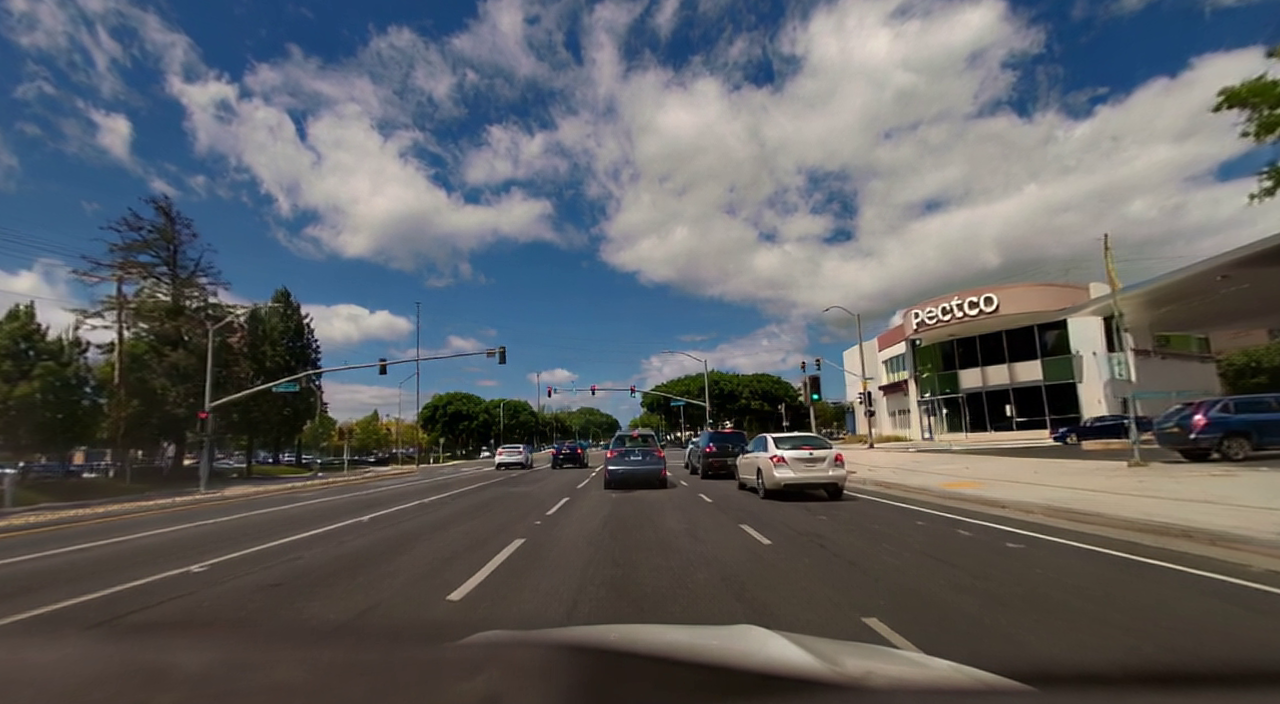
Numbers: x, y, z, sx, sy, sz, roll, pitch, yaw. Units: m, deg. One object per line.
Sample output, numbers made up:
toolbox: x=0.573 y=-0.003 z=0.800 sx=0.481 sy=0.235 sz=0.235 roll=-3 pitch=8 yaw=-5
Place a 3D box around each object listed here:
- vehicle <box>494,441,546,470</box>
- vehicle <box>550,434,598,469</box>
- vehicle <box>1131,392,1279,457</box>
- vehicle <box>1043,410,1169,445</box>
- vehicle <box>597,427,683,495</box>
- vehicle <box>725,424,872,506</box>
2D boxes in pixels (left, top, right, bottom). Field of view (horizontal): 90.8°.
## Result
vehicle: x=-6.585 y=5.692 z=35.028 sx=1.954 sy=1.473 sz=4.350 roll=0 pitch=-9 yaw=1
vehicle: x=-3.514 y=5.380 z=34.331 sx=2.106 sy=1.778 sz=4.444 roll=0 pitch=-9 yaw=0
vehicle: x=15.438 y=1.851 z=15.956 sx=4.344 sy=1.512 sz=1.936 roll=-1 pitch=-9 yaw=3
vehicle: x=23.905 y=3.907 z=32.541 sx=4.854 sy=1.712 sz=2.017 roll=0 pitch=-9 yaw=-1
vehicle: x=-0.091 y=3.037 z=17.951 sx=2.146 sy=1.685 sz=4.003 roll=0 pitch=-9 yaw=-2
vehicle: x=3.570 y=2.654 z=15.256 sx=2.198 sy=1.660 sz=4.512 roll=0 pitch=-9 yaw=-2
